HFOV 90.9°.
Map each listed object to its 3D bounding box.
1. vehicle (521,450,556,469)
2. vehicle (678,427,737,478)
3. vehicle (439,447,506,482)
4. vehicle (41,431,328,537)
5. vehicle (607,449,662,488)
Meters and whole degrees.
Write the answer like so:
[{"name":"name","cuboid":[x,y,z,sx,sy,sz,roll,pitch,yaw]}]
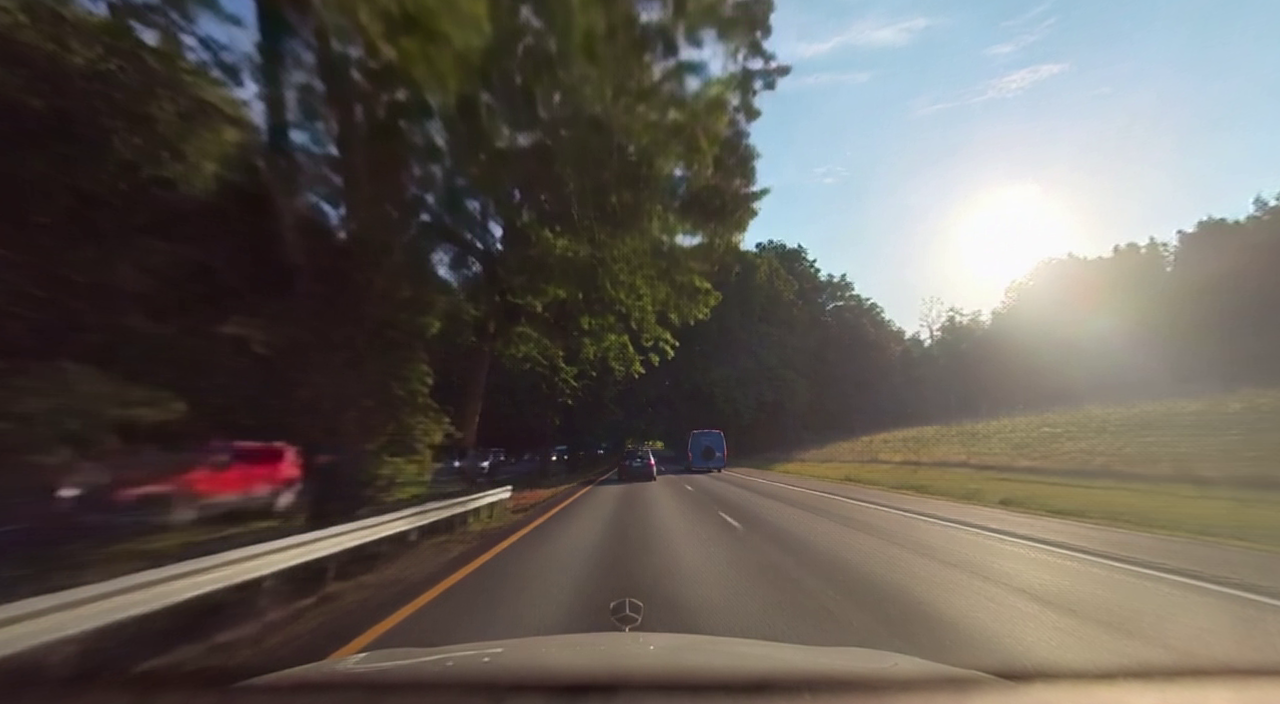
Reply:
[{"name":"vehicle","cuboid":[-7.831,8.280,48.824,1.970,1.383,4.178,0,-9,0]},{"name":"vehicle","cuboid":[3.688,5.656,35.617,2.513,2.633,5.930,0,-9,-2]},{"name":"vehicle","cuboid":[-7.671,5.166,29.282,1.898,1.464,4.386,0,-9,0]},{"name":"vehicle","cuboid":[-7.365,2.157,10.853,1.833,1.444,4.120,0,-9,0]},{"name":"vehicle","cuboid":[-0.224,4.670,25.514,2.037,1.417,3.885,0,-9,0]}]
